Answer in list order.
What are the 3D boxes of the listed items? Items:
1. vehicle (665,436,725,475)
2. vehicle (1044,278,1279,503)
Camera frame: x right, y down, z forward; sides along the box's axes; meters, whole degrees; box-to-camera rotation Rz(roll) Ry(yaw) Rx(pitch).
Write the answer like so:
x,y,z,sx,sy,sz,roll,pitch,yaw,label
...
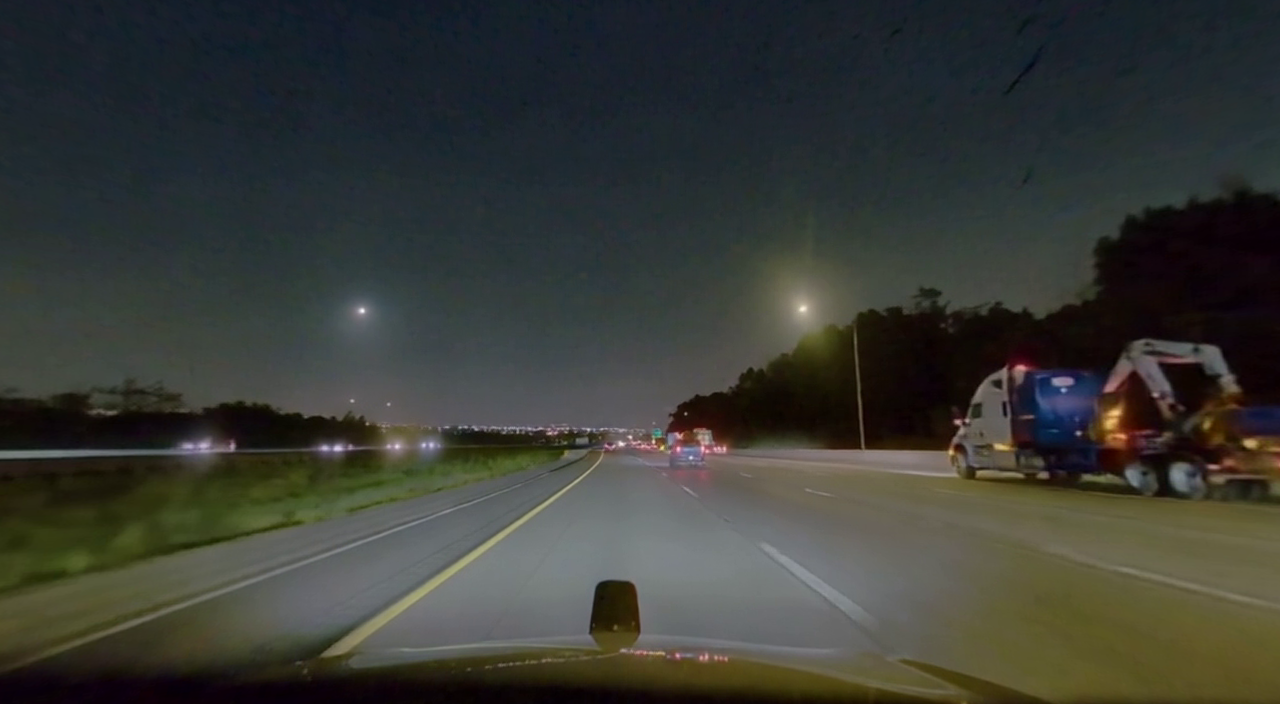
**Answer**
x,y,z,sx,sy,sz,roll,pitch,yaw,label
2.541,4.952,30.518,2.305,1.729,4.526,0,-8,-3,vehicle
14.488,0.610,11.771,3.968,4.321,14.566,-2,-8,-1,vehicle
